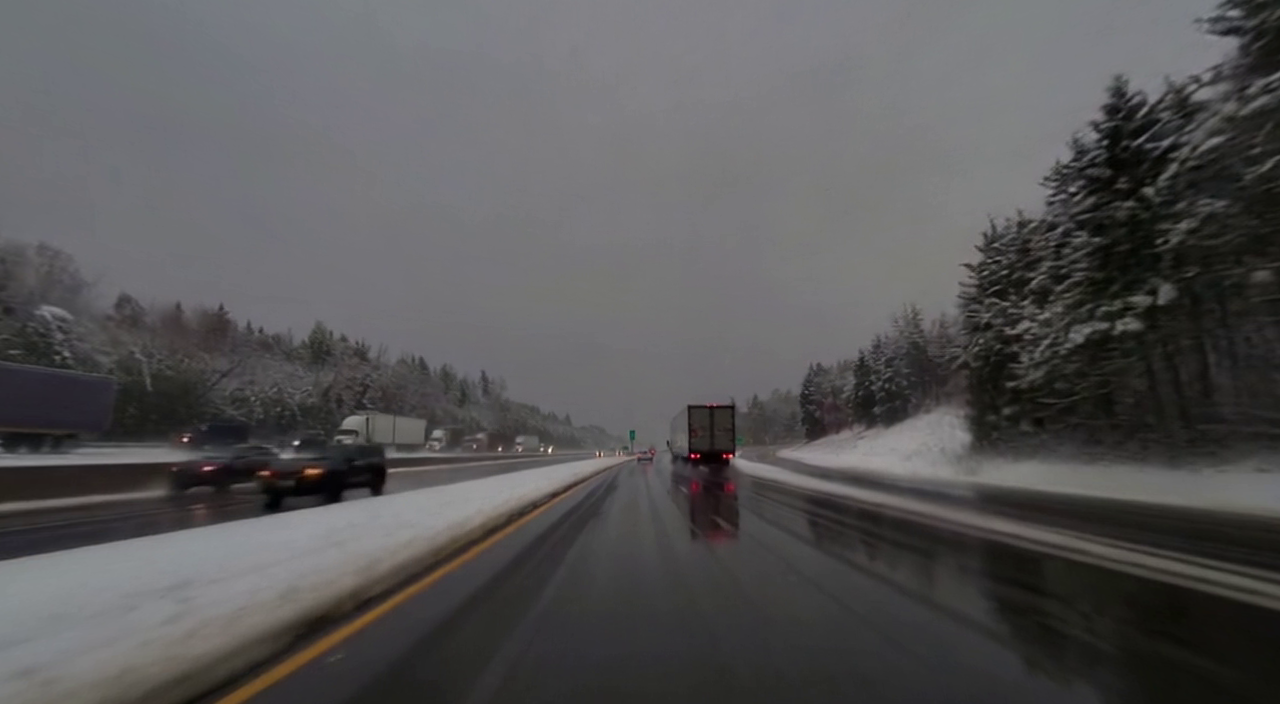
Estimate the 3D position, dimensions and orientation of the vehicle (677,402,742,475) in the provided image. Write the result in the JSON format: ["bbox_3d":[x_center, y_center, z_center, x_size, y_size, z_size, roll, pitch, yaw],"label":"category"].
[{"bbox_3d":[4.356,5.921,42.414,3.185,4.154,12.638,-1,-9,1],"label":"vehicle"}]

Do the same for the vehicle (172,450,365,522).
[{"bbox_3d":[-8.610,3.102,15.167,1.867,1.438,4.553,0,-9,0],"label":"vehicle"}]

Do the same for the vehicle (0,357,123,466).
[{"bbox_3d":[-26.128,2.052,22.649,2.942,4.127,14.124,0,-9,0],"label":"vehicle"}]
